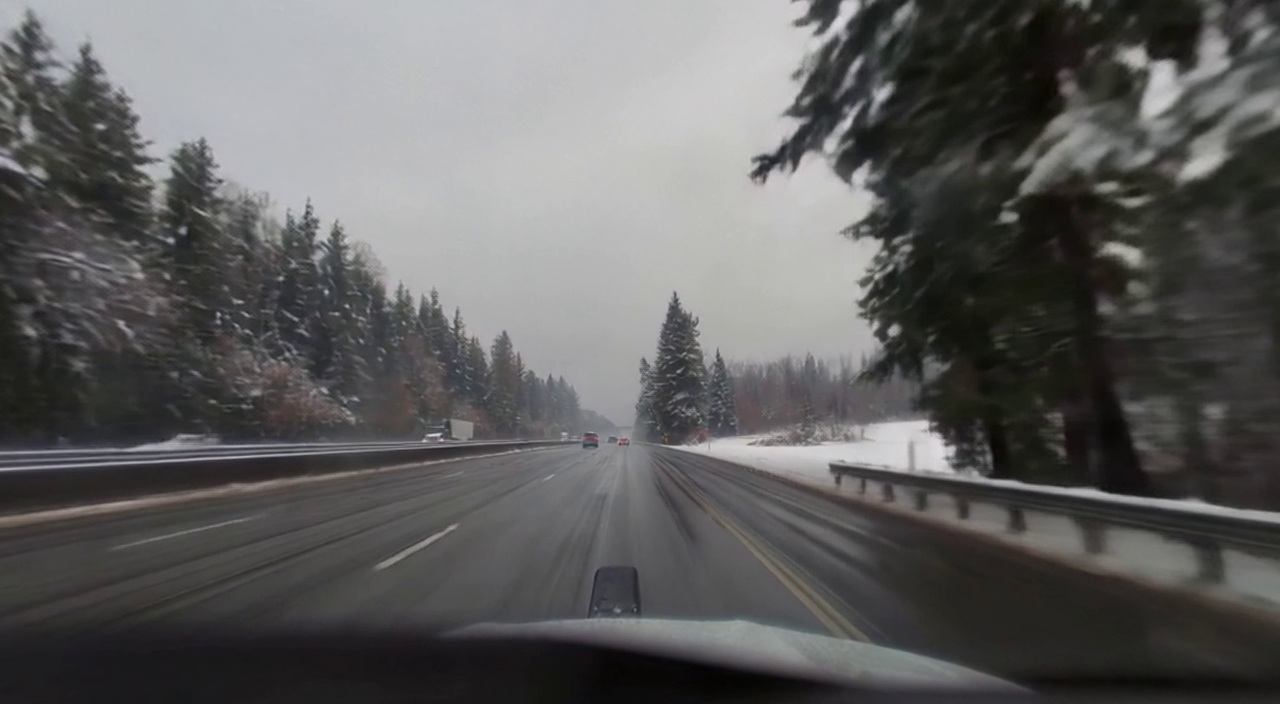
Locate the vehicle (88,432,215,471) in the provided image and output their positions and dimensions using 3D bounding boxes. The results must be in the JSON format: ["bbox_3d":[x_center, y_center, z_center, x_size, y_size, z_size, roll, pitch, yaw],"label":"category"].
[{"bbox_3d":[-20.153,4.107,26.282,1.870,1.467,4.286,0,-8,-1],"label":"vehicle"}]
